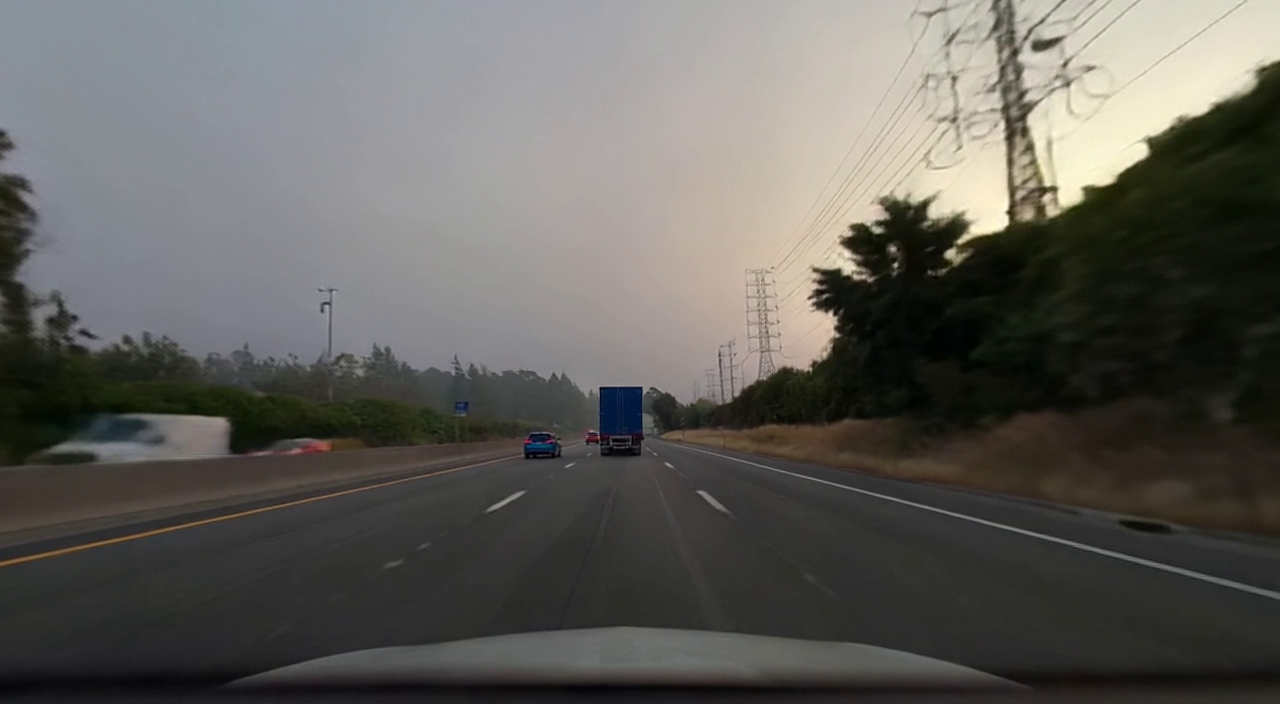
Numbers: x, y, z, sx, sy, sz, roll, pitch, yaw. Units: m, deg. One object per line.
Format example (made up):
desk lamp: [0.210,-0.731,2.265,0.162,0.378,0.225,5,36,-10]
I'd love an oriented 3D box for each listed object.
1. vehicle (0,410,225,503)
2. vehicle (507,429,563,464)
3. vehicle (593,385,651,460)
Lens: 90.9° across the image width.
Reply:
vehicle: [-12.608,2.419,15.090,2.155,1.864,4.737,0,-8,-2]
vehicle: [-5.202,4.732,31.788,2.117,1.618,4.480,0,-8,0]
vehicle: [-1.091,4.277,37.301,2.955,3.851,9.915,0,-8,-2]
